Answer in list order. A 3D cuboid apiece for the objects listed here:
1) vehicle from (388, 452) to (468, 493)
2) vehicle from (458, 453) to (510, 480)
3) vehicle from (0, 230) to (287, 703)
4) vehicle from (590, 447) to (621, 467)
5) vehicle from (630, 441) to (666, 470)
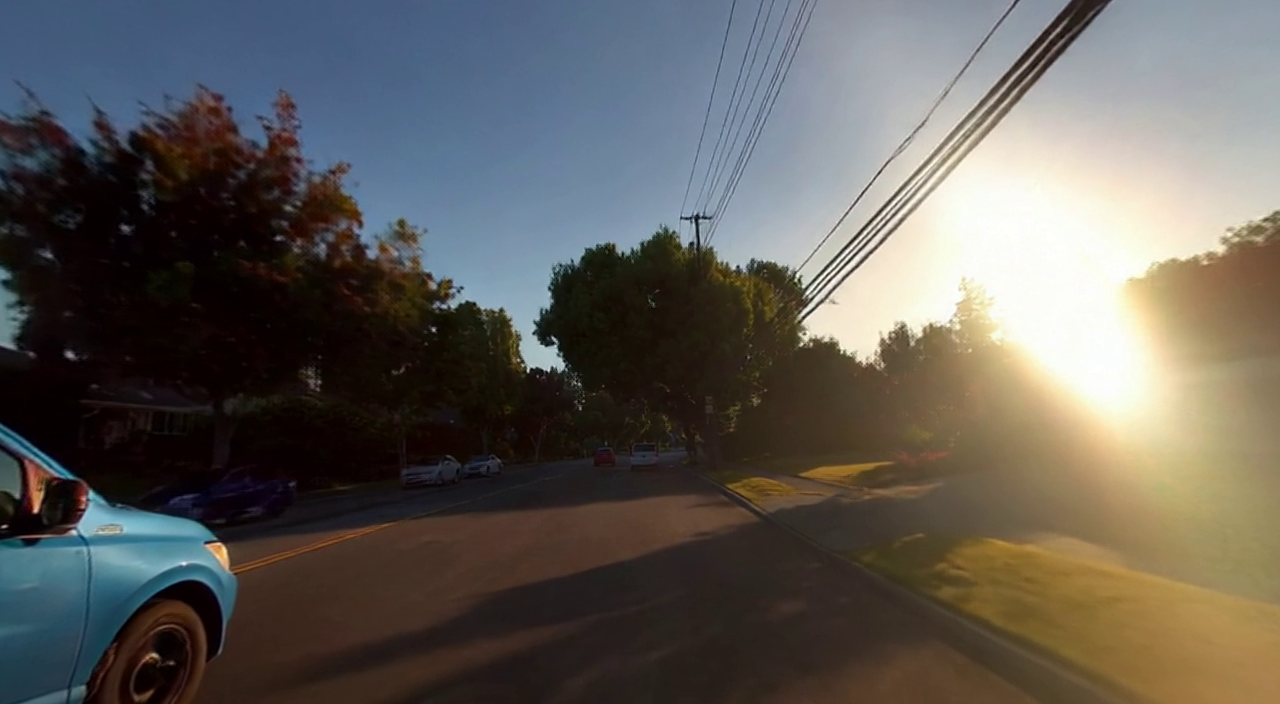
[{"bbox_3d":[-9.608,5.468,28.942,2.068,1.480,4.641,-5,-9,0],"label":"vehicle"},{"bbox_3d":[-9.623,7.080,39.189,2.005,1.471,4.330,0,-9,2],"label":"vehicle"},{"bbox_3d":[-3.502,0.464,1.063,2.336,2.152,5.866,0,-9,1],"label":"vehicle"},{"bbox_3d":[-2.565,8.034,48.397,1.968,1.472,4.489,0,-9,2],"label":"vehicle"},{"bbox_3d":[0.505,6.417,39.268,2.120,1.718,3.909,0,-9,1],"label":"vehicle"}]
